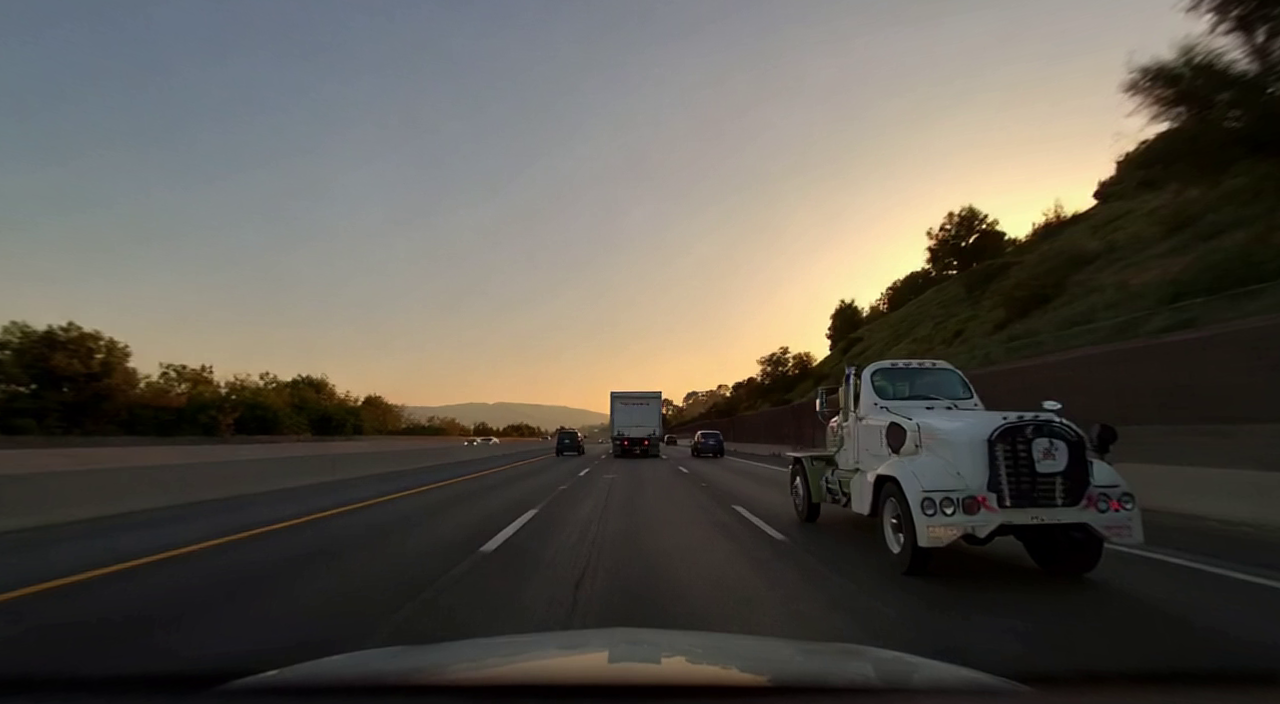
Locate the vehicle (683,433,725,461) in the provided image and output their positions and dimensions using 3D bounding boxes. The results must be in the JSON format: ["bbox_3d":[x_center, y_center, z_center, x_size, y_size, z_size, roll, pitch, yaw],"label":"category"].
[{"bbox_3d":[3.645,5.465,36.459,1.910,1.492,4.324,0,-8,-1],"label":"vehicle"}]

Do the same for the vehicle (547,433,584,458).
[{"bbox_3d":[-5.000,6.308,42.680,2.104,1.575,4.421,0,-8,-3],"label":"vehicle"}]

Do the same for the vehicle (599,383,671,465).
[{"bbox_3d":[-0.358,3.856,32.637,2.953,3.406,13.372,0,-8,-1],"label":"vehicle"}]

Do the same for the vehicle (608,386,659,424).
[{"bbox_3d":[-0.259,2.447,28.360,2.112,1.472,4.240,0,-8,0],"label":"vehicle"}]
